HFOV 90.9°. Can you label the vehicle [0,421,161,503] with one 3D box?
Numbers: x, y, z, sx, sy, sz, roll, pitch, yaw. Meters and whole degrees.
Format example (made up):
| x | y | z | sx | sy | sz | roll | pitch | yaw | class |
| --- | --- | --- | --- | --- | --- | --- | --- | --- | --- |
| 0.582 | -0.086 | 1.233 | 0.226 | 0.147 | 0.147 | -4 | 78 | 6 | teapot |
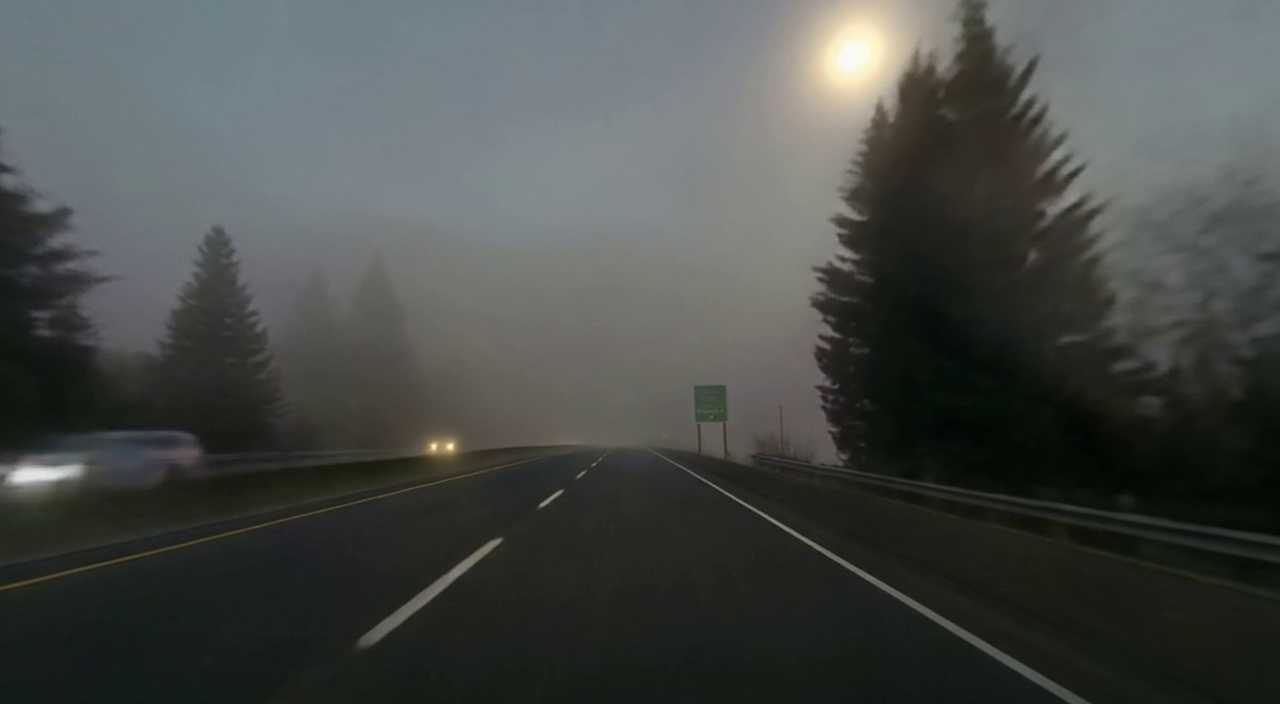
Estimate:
| x | y | z | sx | sy | sz | roll | pitch | yaw | class |
| --- | --- | --- | --- | --- | --- | --- | --- | --- | --- |
| -13.391 | 2.414 | 14.297 | 1.837 | 1.574 | 4.094 | 0 | -8 | -1 | vehicle |
